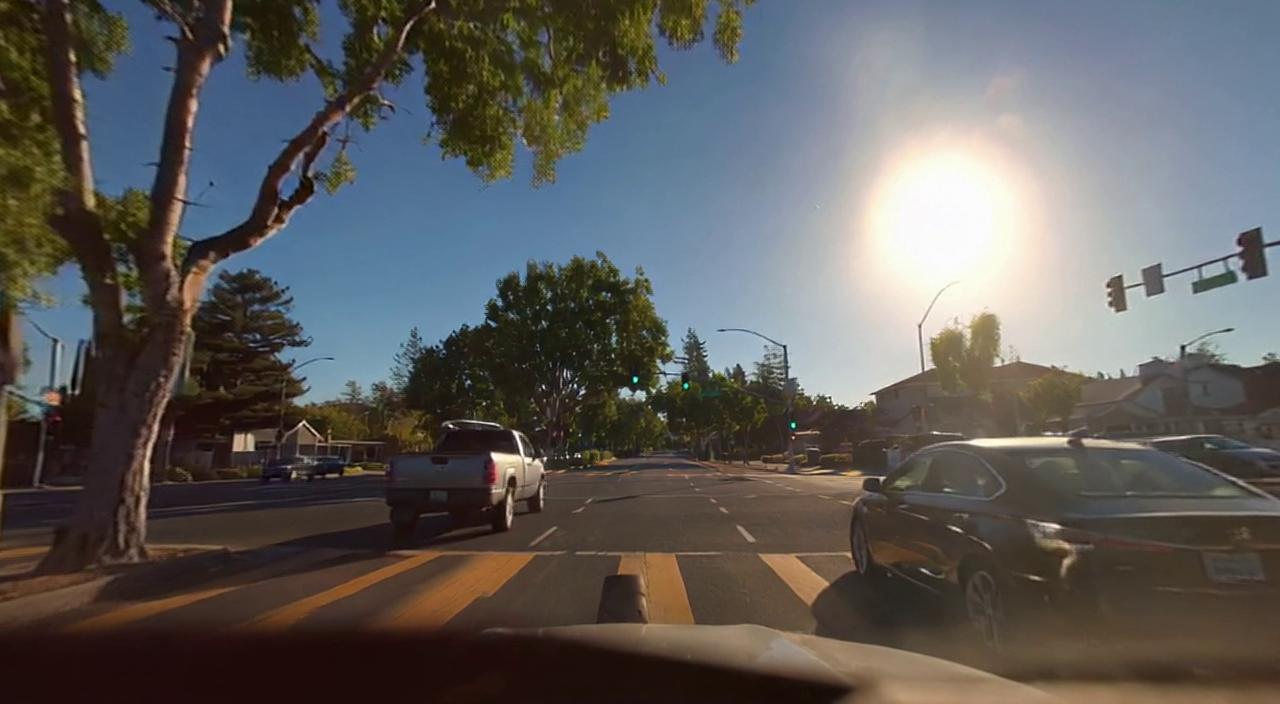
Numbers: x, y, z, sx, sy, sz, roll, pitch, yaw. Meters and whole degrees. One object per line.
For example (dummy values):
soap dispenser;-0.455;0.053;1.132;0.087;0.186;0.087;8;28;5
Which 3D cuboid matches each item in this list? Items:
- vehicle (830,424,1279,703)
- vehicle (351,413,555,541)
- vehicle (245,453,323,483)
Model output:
vehicle;3.211;1.383;5.017;1.990;1.454;4.490;0;-8;0
vehicle;-3.147;2.247;11.972;2.231;1.898;4.985;0;-8;1
vehicle;-22.082;7.197;39.206;1.908;1.642;4.910;0;-8;1
